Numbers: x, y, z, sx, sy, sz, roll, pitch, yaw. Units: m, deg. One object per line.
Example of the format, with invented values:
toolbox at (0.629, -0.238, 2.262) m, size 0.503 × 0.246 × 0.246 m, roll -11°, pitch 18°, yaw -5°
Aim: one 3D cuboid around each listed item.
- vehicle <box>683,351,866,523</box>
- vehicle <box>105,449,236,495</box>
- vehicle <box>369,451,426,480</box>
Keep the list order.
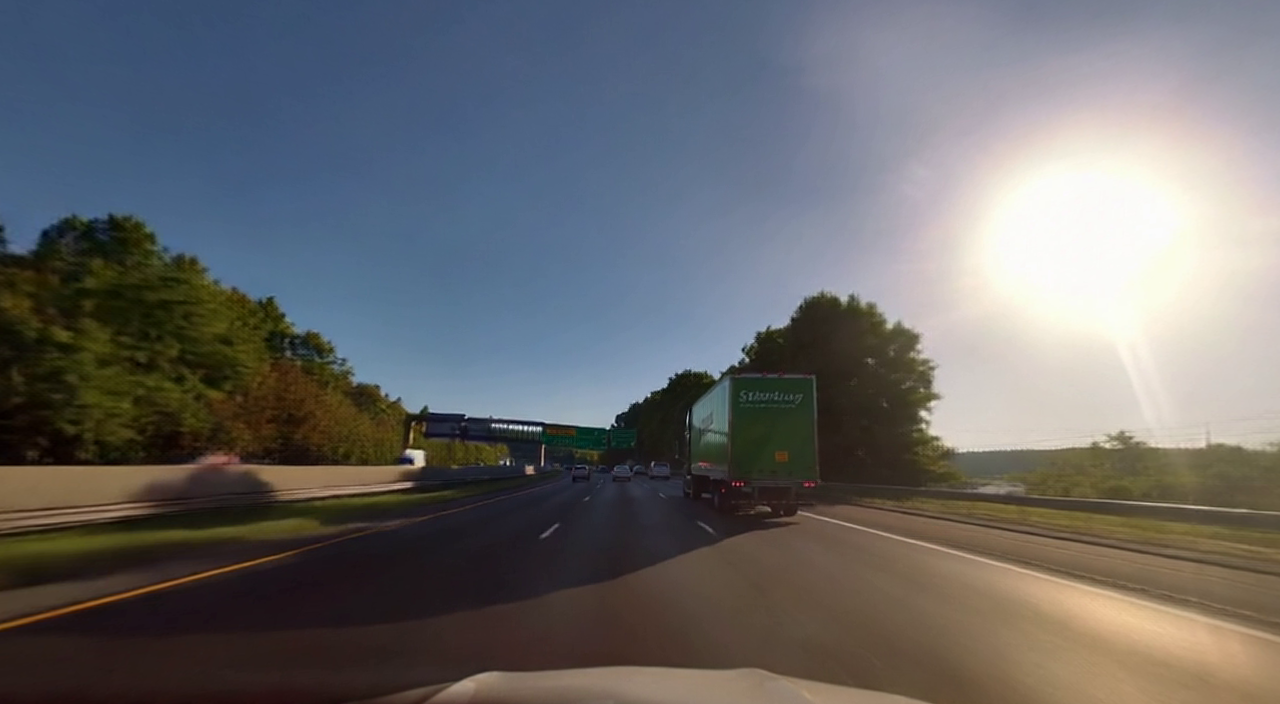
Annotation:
vehicle at (3.871, 3.398, 22.952) m, size 2.992 × 4.300 × 13.967 m, roll 1°, pitch -11°, yaw -2°
vehicle at (-17.132, 4.420, 23.258) m, size 1.882 × 1.505 × 3.868 m, roll 1°, pitch -11°, yaw -2°
vehicle at (-18.012, 8.490, 47.097) m, size 2.079 × 1.951 × 6.068 m, roll 1°, pitch -11°, yaw -3°
